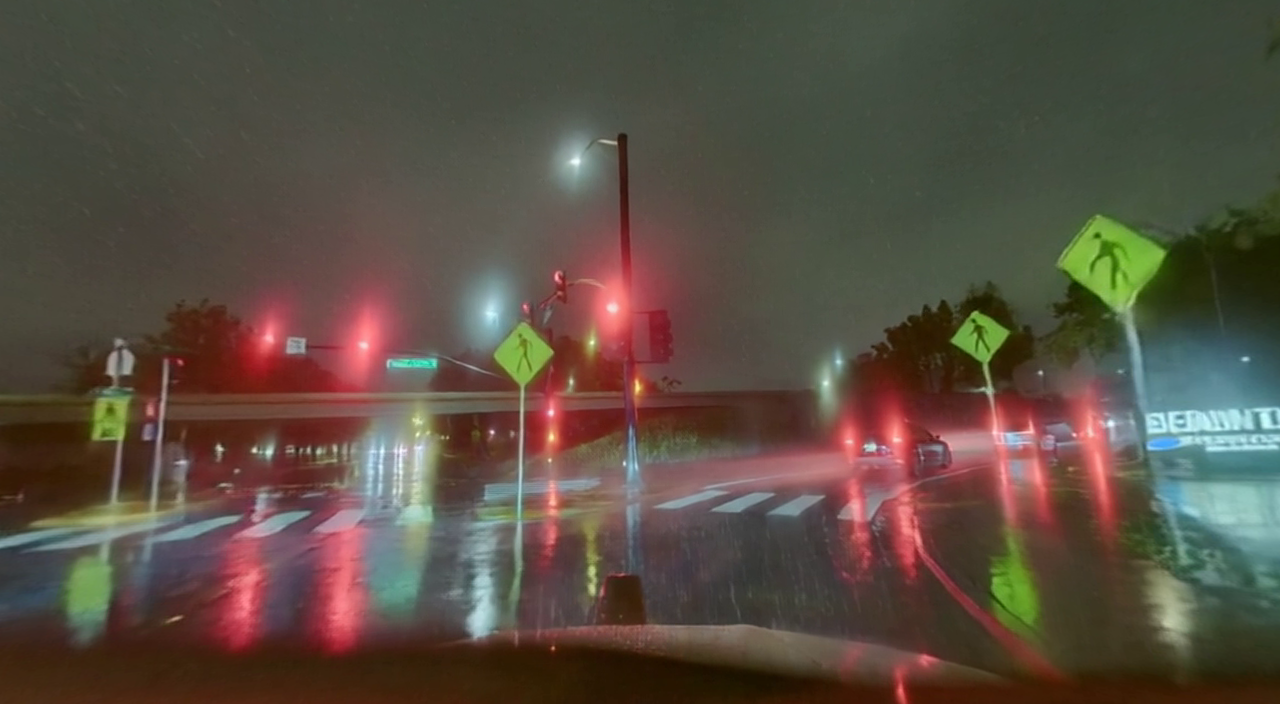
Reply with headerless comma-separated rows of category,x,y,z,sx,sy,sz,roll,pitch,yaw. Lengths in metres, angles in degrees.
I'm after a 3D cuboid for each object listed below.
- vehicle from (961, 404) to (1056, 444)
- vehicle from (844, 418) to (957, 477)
vehicle,19.522,3.891,33.417,5.144,1.954,2.122,5,-10,-33
vehicle,8.144,2.955,19.584,1.908,1.622,4.166,-7,-11,41
